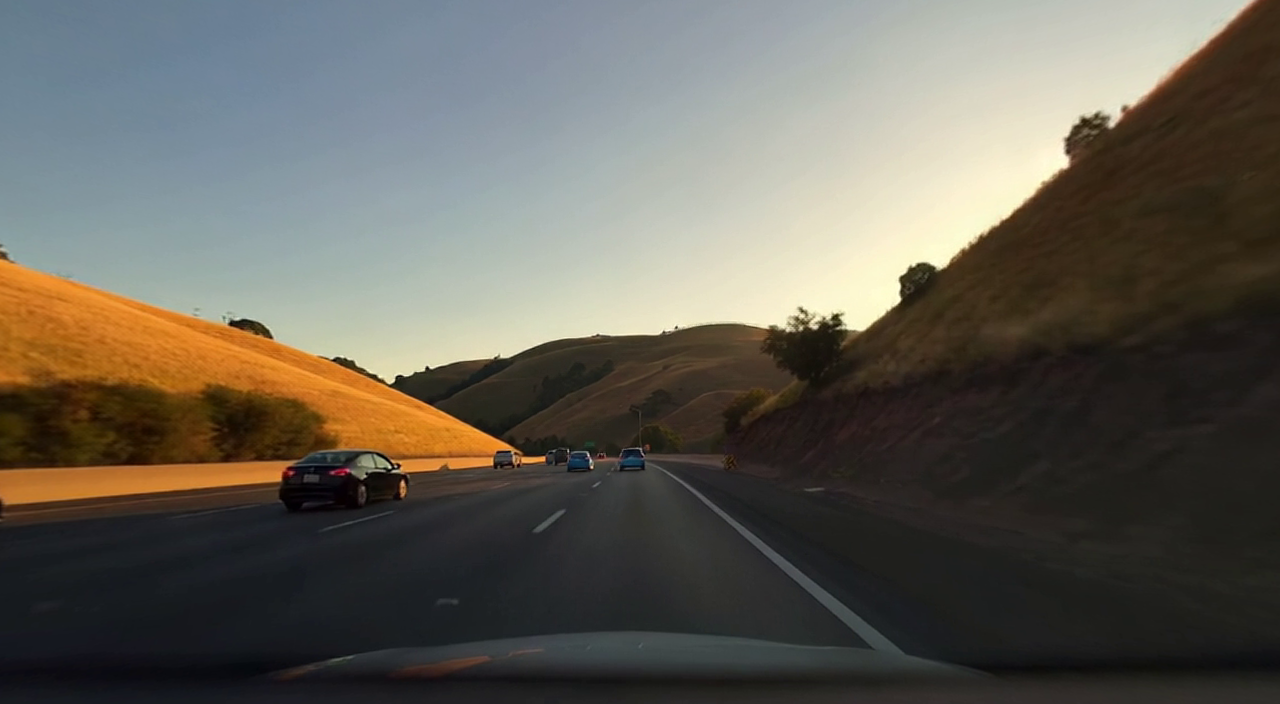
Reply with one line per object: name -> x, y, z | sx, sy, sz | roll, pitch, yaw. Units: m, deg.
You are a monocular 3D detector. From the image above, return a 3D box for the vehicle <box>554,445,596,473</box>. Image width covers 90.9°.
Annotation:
vehicle -> -3.880, 6.457, 38.296 | 2.144, 1.505, 4.649 | 0, -8, -1

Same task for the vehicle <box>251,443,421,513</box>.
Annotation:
vehicle -> -7.182, 2.984, 15.505 | 1.991, 1.441, 4.265 | 0, -8, 1

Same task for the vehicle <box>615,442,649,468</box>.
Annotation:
vehicle -> -0.594, 7.076, 43.458 | 2.225, 1.674, 4.044 | 0, -8, -2
